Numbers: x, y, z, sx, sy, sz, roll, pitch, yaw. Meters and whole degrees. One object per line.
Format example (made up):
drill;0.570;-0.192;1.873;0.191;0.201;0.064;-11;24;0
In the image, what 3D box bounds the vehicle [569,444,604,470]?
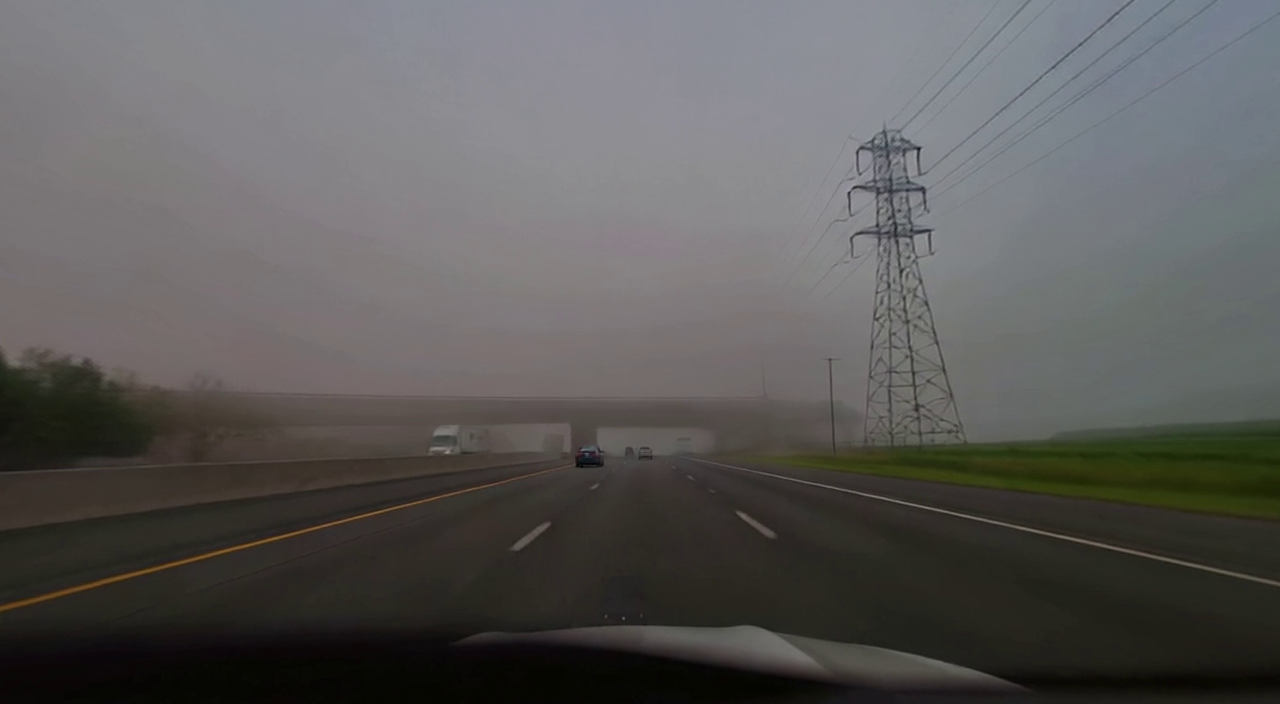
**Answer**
vehicle;-3.493;6.898;41.532;1.924;1.550;4.165;-1;-9;0
